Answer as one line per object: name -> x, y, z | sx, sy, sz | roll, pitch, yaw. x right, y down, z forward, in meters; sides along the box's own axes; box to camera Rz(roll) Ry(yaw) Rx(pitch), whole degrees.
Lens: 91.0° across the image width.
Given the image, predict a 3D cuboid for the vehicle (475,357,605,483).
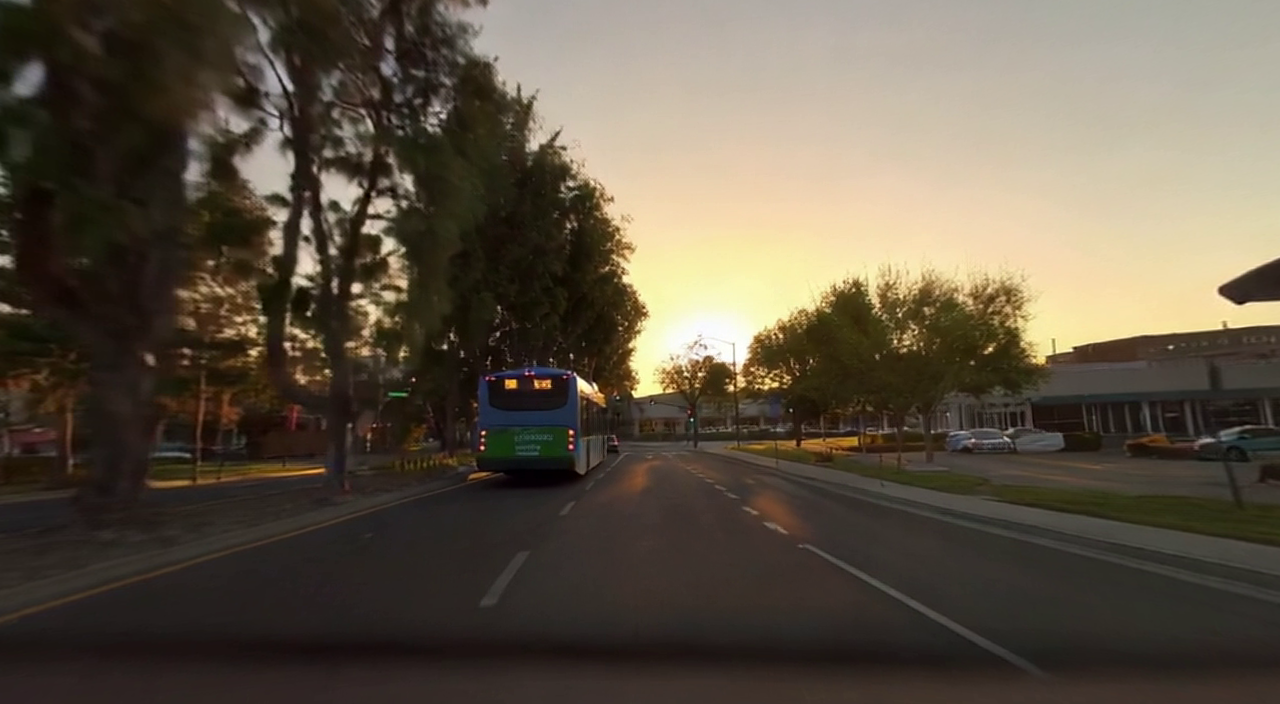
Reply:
vehicle -> -3.026, 2.660, 22.696 | 3.031, 3.429, 11.005 | 0, -9, -1
